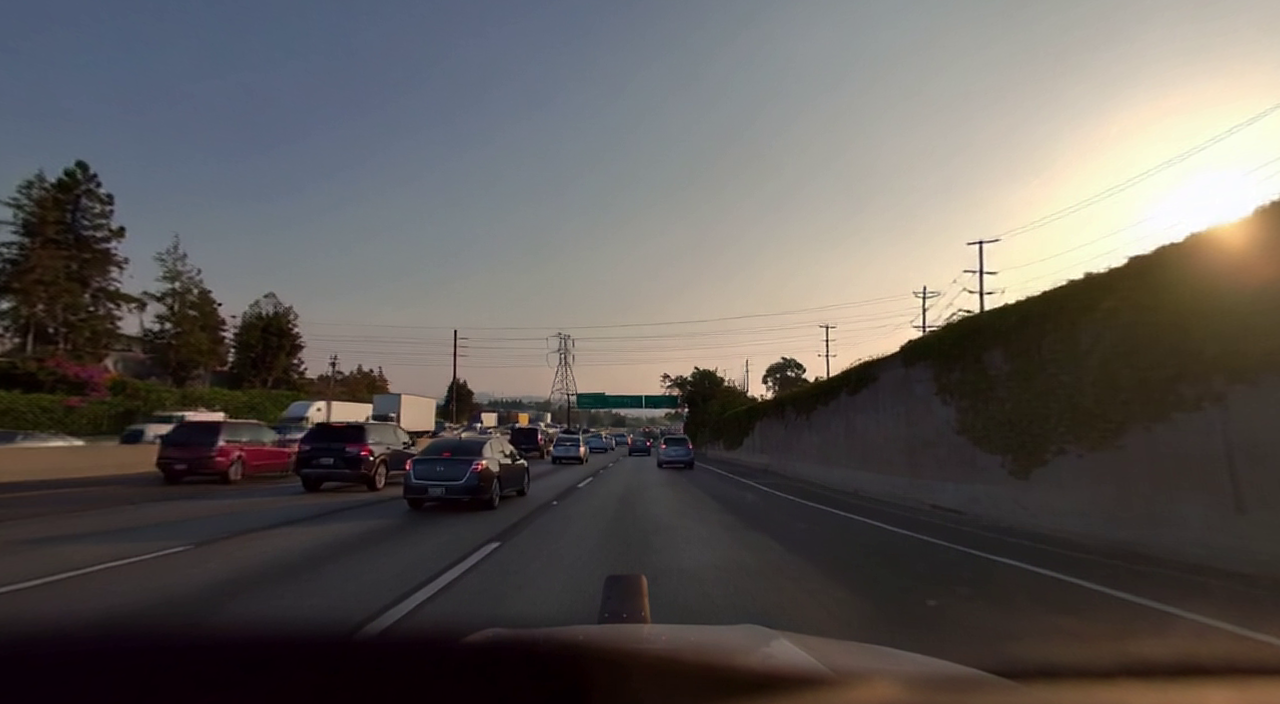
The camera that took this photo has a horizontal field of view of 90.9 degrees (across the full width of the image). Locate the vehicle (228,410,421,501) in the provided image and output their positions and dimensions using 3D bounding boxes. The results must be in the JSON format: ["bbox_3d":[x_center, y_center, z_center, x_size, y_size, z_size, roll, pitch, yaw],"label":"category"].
[{"bbox_3d":[-7.250,2.427,15.236,2.222,1.825,4.640,0,-8,0],"label":"vehicle"}]

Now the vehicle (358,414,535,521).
[{"bbox_3d":[-3.521,2.189,12.536,2.026,1.719,4.490,0,-8,1],"label":"vehicle"}]

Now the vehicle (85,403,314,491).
[{"bbox_3d":[-10.683,2.364,15.963,2.089,1.847,4.981,0,-8,1],"label":"vehicle"}]

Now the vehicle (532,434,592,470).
[{"bbox_3d":[-3.465,4.539,28.954,2.049,1.530,4.707,0,-8,1],"label":"vehicle"}]

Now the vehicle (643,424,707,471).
[{"bbox_3d":[1.649,4.832,32.186,2.793,2.132,5.682,0,-8,-1],"label":"vehicle"}]
